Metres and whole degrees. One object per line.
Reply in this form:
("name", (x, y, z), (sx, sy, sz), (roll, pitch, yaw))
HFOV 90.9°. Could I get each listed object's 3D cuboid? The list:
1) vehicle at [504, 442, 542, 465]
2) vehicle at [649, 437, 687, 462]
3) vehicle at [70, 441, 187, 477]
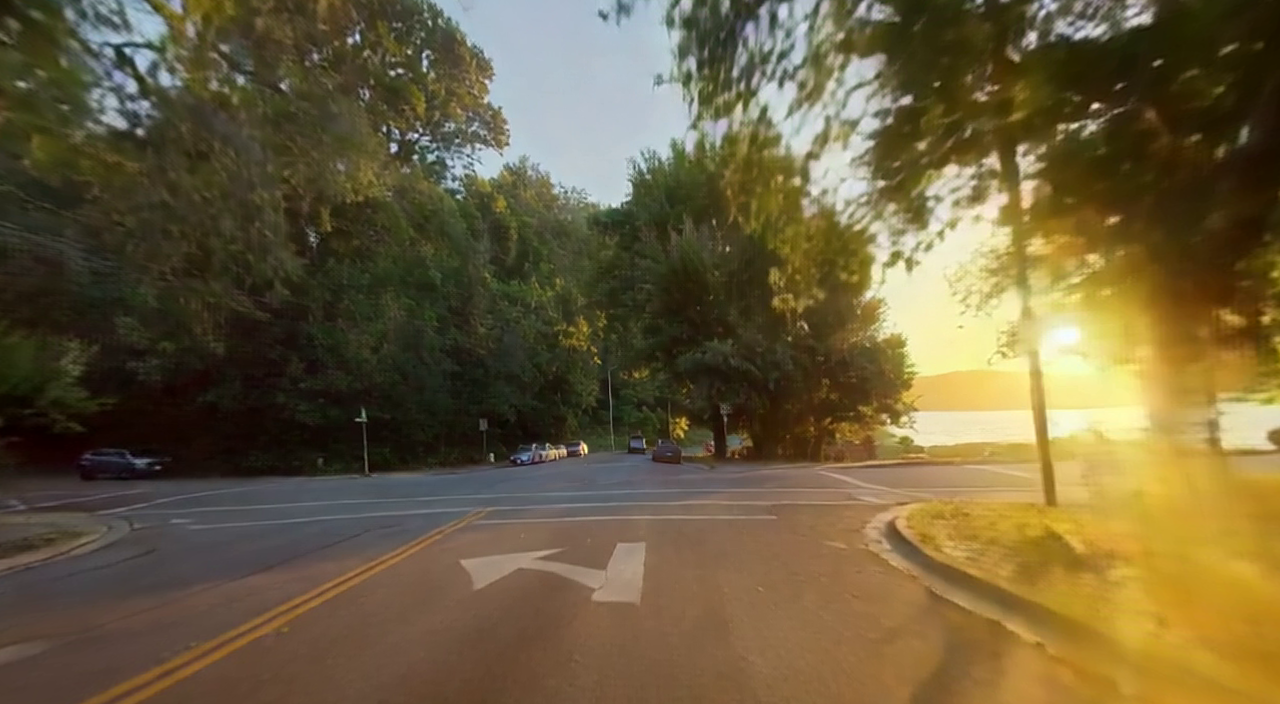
("vehicle", (-8.294, 7.234, 45.087), (2.102, 1.507, 4.049), (0, -8, -2))
("vehicle", (1.695, 6.151, 39.794), (2.051, 1.461, 4.100), (0, -8, -2))
("vehicle", (-27.646, 5.744, 34.108), (4.986, 1.796, 2.066), (-2, -8, 12))
